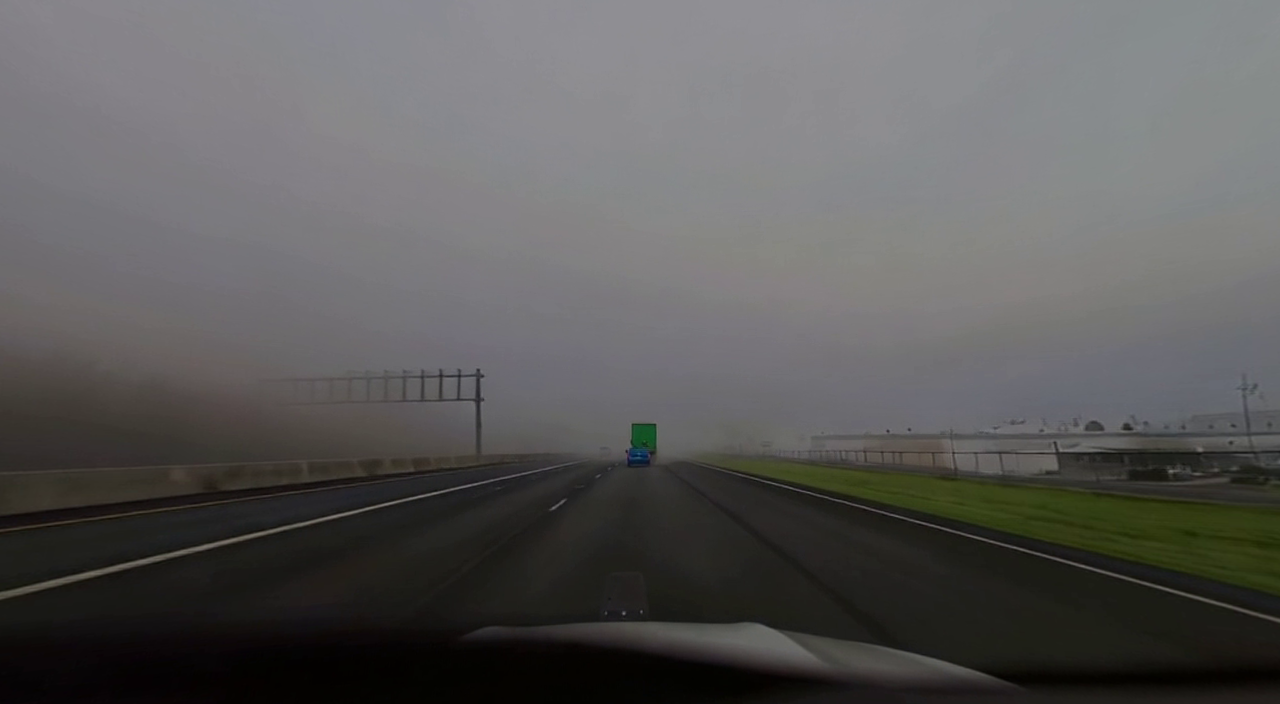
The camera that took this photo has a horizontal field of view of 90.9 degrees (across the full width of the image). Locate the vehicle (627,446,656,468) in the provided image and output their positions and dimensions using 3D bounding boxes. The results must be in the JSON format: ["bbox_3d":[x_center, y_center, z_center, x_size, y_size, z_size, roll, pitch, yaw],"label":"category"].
[{"bbox_3d":[0.124,8.097,48.735,2.094,1.559,3.945,0,-9,0],"label":"vehicle"}]
